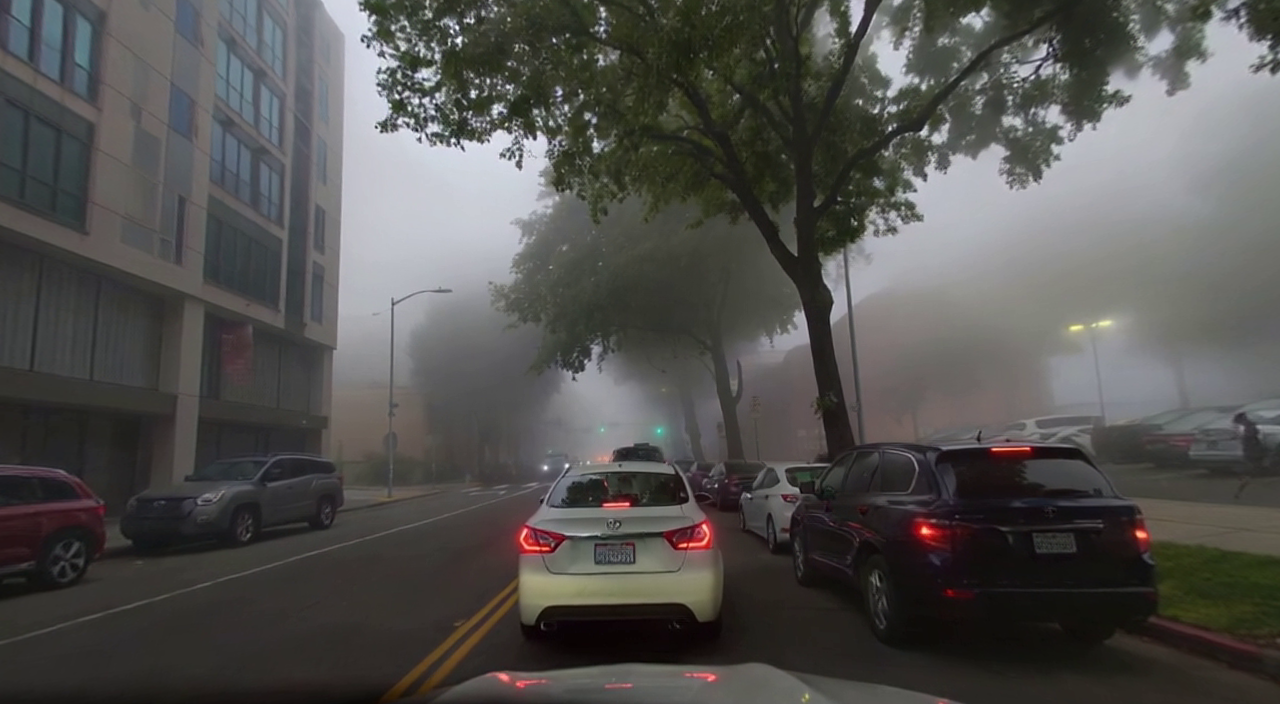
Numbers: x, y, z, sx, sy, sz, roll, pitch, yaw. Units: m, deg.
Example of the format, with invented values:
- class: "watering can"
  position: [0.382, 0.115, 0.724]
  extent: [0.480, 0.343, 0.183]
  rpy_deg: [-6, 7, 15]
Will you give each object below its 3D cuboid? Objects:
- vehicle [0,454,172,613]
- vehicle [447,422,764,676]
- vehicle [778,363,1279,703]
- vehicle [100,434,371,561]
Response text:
- class: "vehicle"
  position: [-6.982, 1.695, 5.890]
  extent: [1.900, 1.471, 4.202]
  rpy_deg: [1, -10, 0]
- class: "vehicle"
  position: [-0.197, 1.600, 5.936]
  extent: [2.018, 1.583, 3.646]
  rpy_deg: [1, -10, 1]
- class: "vehicle"
  position: [2.711, 1.425, 5.702]
  extent: [1.868, 1.920, 4.501]
  rpy_deg: [1, -10, 0]
- class: "vehicle"
  position: [-6.842, 2.586, 11.433]
  extent: [1.994, 1.701, 4.520]
  rpy_deg: [-3, -12, -1]
